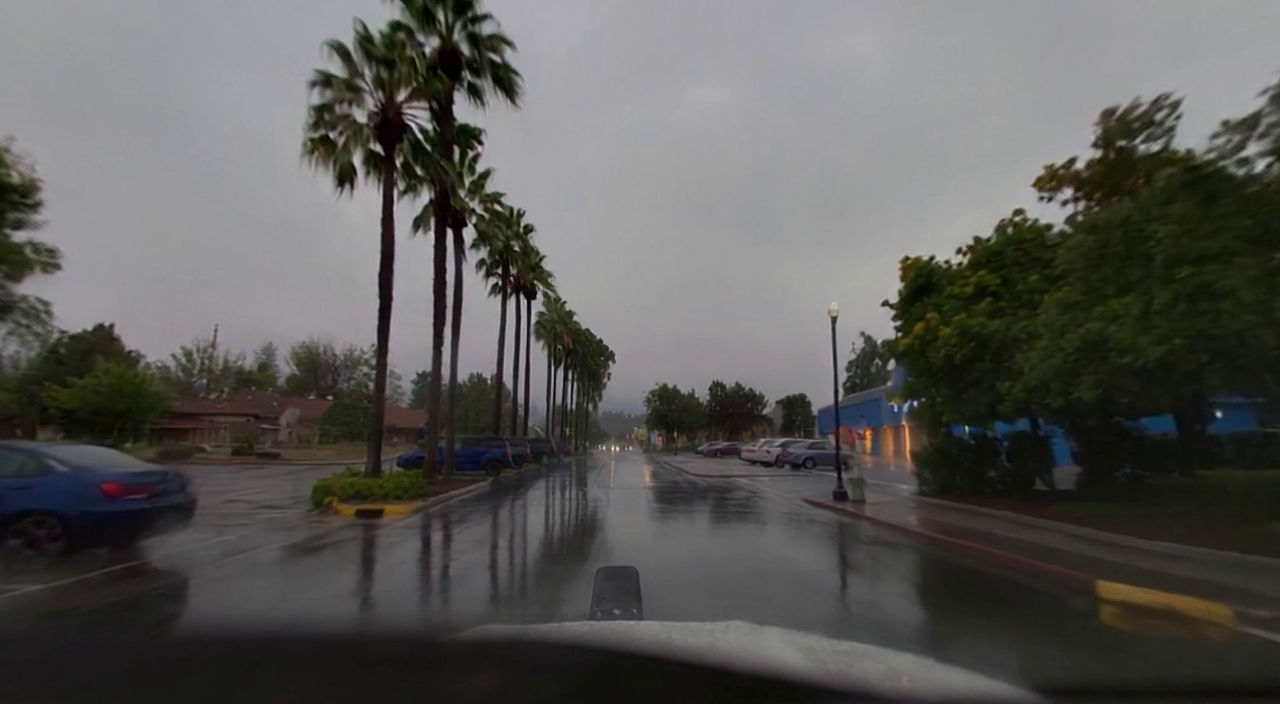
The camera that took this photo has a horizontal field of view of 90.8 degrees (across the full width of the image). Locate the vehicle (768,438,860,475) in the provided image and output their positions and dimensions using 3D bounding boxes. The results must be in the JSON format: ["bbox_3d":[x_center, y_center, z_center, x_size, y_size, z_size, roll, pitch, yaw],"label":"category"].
[{"bbox_3d":[9.120,5.462,33.067,4.509,1.759,2.077,5,-11,-31],"label":"vehicle"}]

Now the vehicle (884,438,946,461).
[{"bbox_3d":[20.889,7.458,48.017,4.120,1.659,1.894,-5,-10,28],"label":"vehicle"}]

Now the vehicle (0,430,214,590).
[{"bbox_3d":[-7.496,1.593,6.572,4.838,1.521,2.105,5,-11,-30],"label":"vehicle"}]

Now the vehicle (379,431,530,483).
[{"bbox_3d":[-7.228,4.107,24.806,5.210,1.834,2.281,5,-11,-30],"label":"vehicle"}]
